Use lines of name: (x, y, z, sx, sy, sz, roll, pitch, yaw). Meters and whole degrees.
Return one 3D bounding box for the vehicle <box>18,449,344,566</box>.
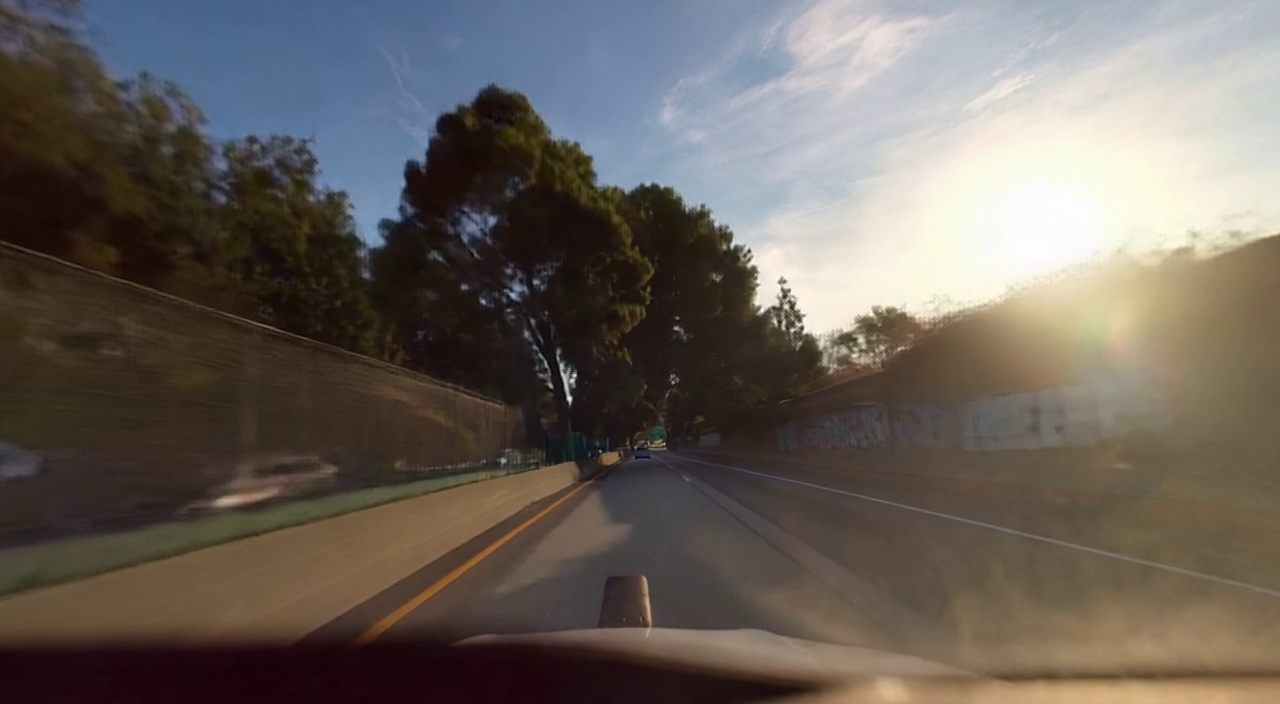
vehicle: (-7.003, 2.361, 10.423, 2.034, 1.457, 4.469, 0, -8, 0)
